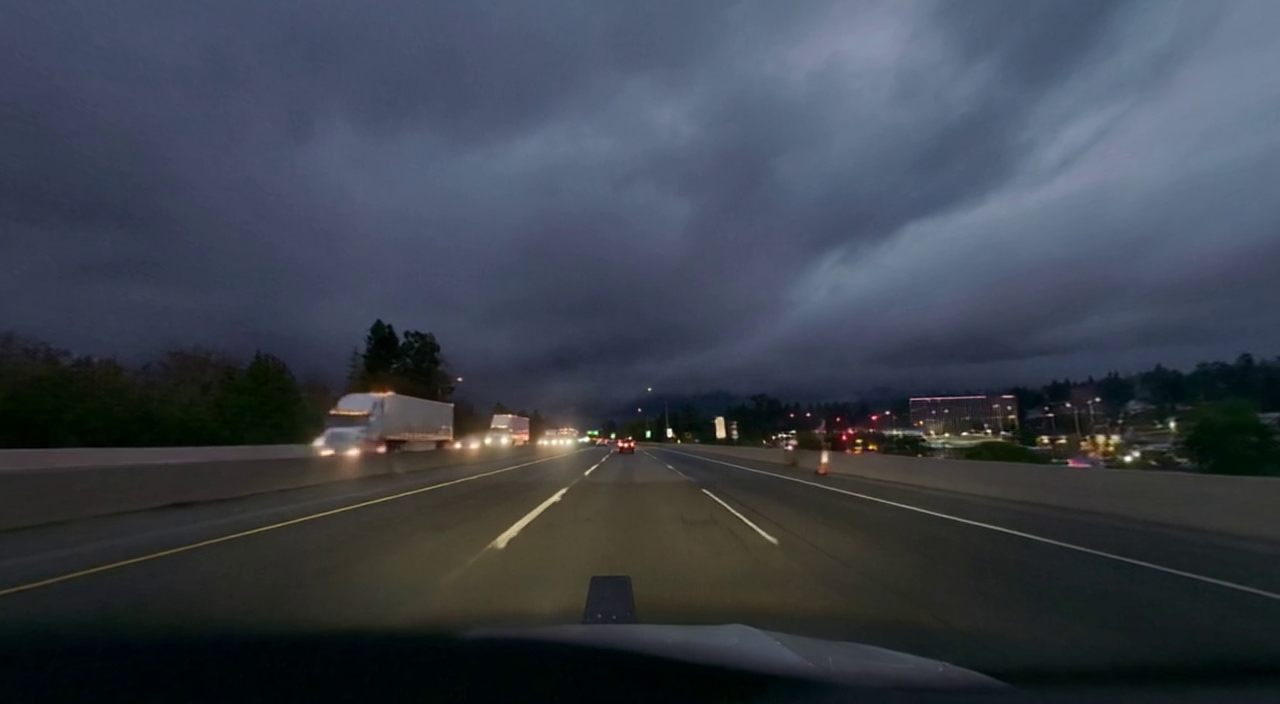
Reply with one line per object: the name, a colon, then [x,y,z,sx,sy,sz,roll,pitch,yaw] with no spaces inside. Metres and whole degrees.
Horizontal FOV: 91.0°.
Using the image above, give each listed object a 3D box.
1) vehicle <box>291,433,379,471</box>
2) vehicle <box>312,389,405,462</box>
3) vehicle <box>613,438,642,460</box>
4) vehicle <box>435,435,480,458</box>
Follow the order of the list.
vehicle: [-12.479,4.106,26.019,1.736,1.426,3.824,0,-8,-1]
vehicle: [-17.180,4.609,38.940,3.008,4.071,6.136,0,-8,-2]
vehicle: [-0.955,7.301,47.535,2.099,1.504,3.843,0,-8,-2]
vehicle: [-13.360,6.953,46.387,2.006,1.512,4.784,0,-8,-2]
